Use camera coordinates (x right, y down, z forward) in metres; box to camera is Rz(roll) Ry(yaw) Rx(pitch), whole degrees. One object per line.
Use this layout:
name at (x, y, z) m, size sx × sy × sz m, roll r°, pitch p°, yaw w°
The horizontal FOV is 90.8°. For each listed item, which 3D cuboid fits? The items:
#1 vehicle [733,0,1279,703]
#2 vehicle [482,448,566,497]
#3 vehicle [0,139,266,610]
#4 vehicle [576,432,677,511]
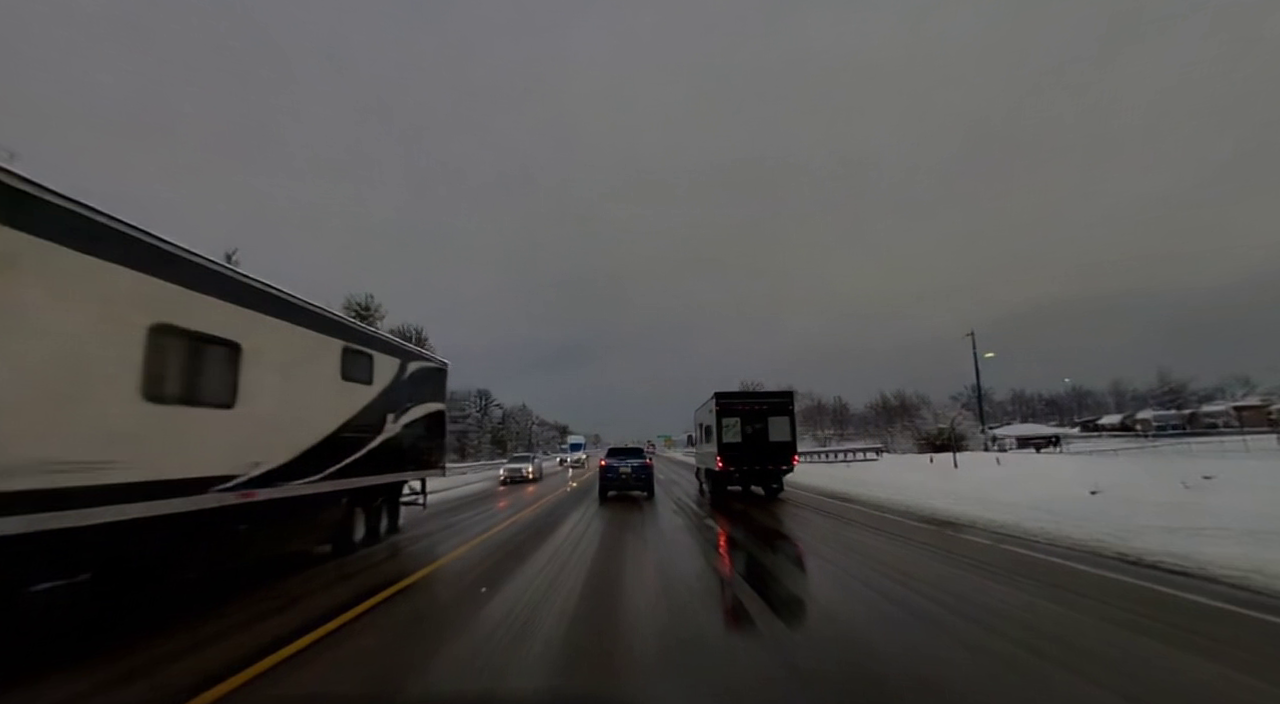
vehicle at (3.223, 0.506, 6.931) m, size 2.936 × 3.787 × 8.670 m, roll 0°, pitch -9°, yaw -1°
vehicle at (-3.671, 3.889, 20.763) m, size 1.930 × 1.431 × 4.156 m, roll 0°, pitch -9°, yaw 1°
vehicle at (-6.976, 0.289, 5.993) m, size 3.008 × 3.987 × 5.871 m, roll 0°, pitch -9°, yaw 1°
vehicle at (-0.327, 2.932, 15.899) m, size 2.201 × 1.719 × 4.058 m, roll 0°, pitch -9°, yaw -1°
